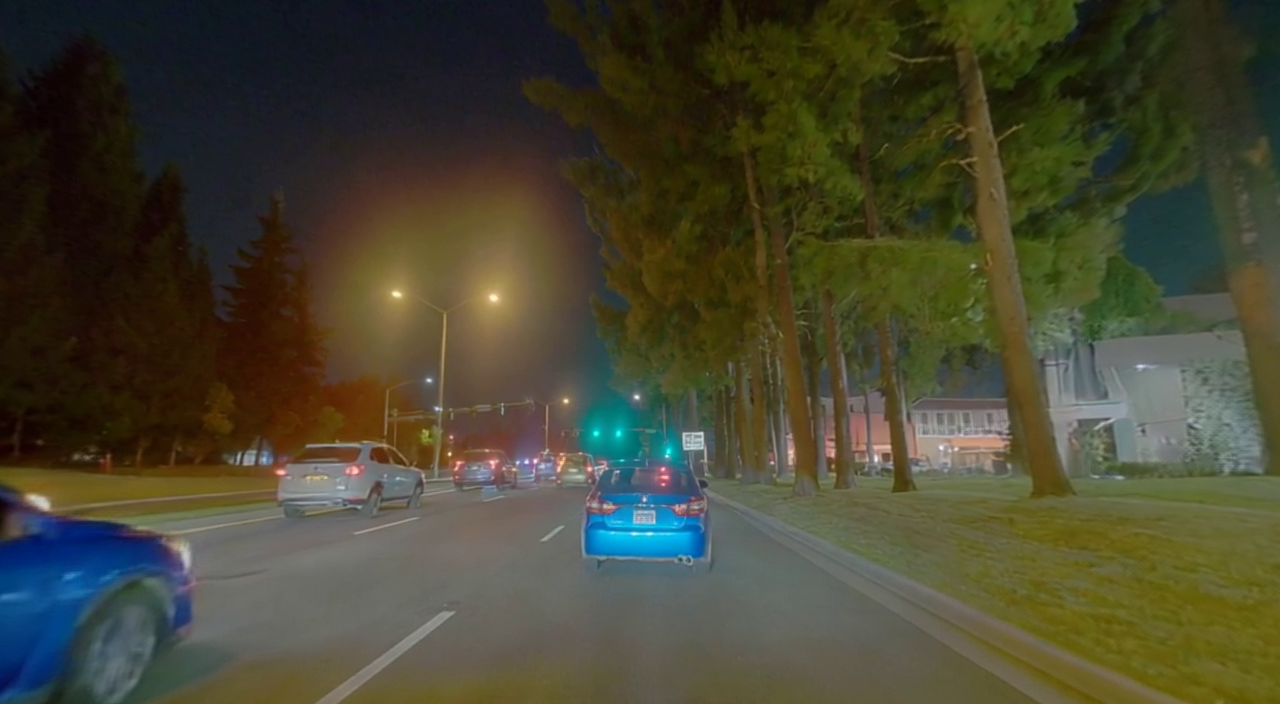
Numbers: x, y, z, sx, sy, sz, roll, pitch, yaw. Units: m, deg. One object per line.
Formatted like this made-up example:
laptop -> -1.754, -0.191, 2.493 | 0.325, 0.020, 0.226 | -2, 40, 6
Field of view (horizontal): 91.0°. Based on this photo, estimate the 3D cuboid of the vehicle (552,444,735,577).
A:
vehicle -> 0.086, 2.126, 9.278 | 2.091, 1.494, 3.962 | 0, -9, 1

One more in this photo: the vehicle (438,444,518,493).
vehicle -> -6.768, 4.893, 26.866 | 2.130, 1.900, 4.470 | 0, -9, 1

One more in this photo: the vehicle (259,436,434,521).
vehicle -> -6.928, 3.012, 15.558 | 2.032, 1.767, 4.549 | 0, -9, 1

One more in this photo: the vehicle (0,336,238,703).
vehicle -> -3.614, 0.651, 1.513 | 2.055, 1.725, 4.732 | 0, -9, 1
